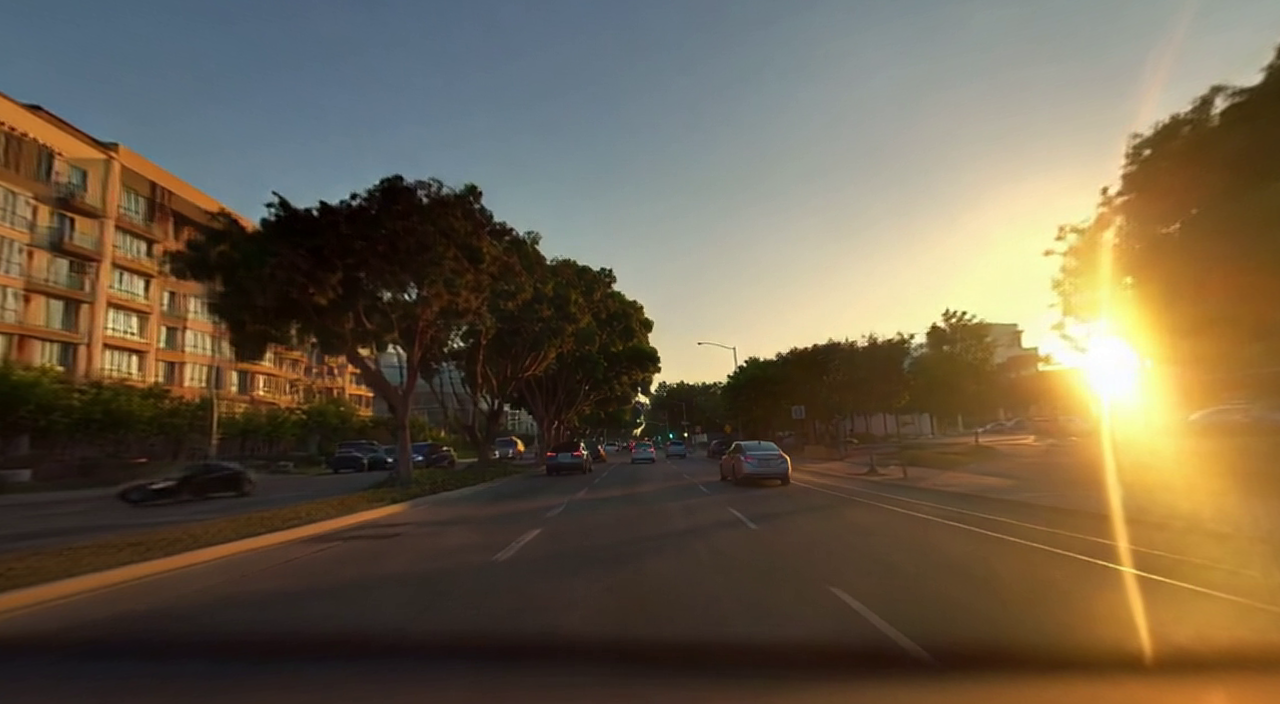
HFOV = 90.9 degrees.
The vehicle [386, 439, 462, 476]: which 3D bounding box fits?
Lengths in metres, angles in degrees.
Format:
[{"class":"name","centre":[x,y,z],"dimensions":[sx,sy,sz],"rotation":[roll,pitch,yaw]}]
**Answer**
[{"class":"vehicle","centre":[-12.298,6.021,36.447],"dimensions":[2.296,1.941,5.816],"rotation":[-1,-8,0]}]

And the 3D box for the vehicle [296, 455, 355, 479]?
[{"class":"vehicle","centre":[-22.459,8.212,45.247],"dimensions":[1.801,1.467,4.723],"rotation":[0,-8,0]}]

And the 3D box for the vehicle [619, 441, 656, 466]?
[{"class":"vehicle","centre":[-0.175,6.169,38.536],"dimensions":[2.101,1.480,3.929],"rotation":[0,-8,-1]}]

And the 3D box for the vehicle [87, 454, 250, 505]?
[{"class":"vehicle","centre":[-16.005,4.298,21.793],"dimensions":[2.018,1.465,4.672],"rotation":[0,-8,0]}]

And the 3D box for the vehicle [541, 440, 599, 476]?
[{"class":"vehicle","centre":[-3.068,4.754,28.515],"dimensions":[2.082,1.467,4.379],"rotation":[0,-8,1]}]

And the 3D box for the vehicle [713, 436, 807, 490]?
[{"class":"vehicle","centre":[3.585,3.399,19.738],"dimensions":[1.990,1.486,4.431],"rotation":[0,-8,-1]}]
